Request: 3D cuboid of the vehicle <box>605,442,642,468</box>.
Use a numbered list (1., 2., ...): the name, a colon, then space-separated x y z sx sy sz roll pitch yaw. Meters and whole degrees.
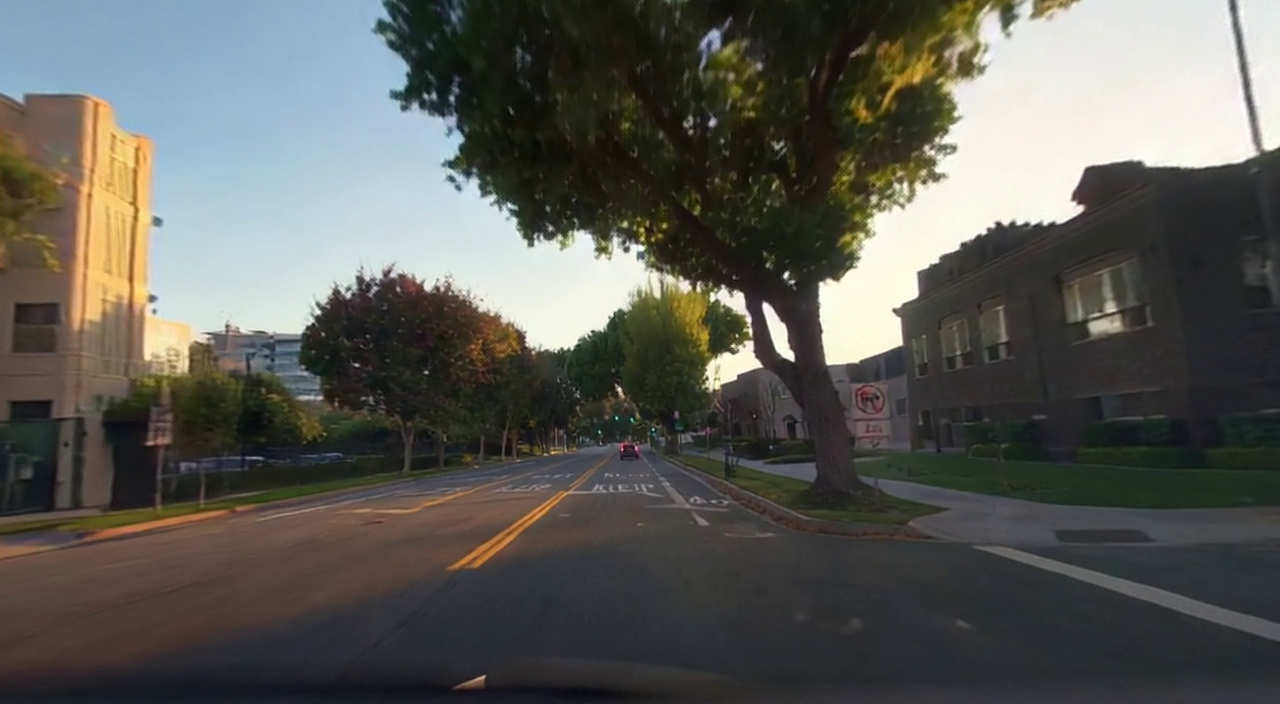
1. vehicle: -1.018 6.309 38.996 2.131 1.474 4.146 0 -8 -1
